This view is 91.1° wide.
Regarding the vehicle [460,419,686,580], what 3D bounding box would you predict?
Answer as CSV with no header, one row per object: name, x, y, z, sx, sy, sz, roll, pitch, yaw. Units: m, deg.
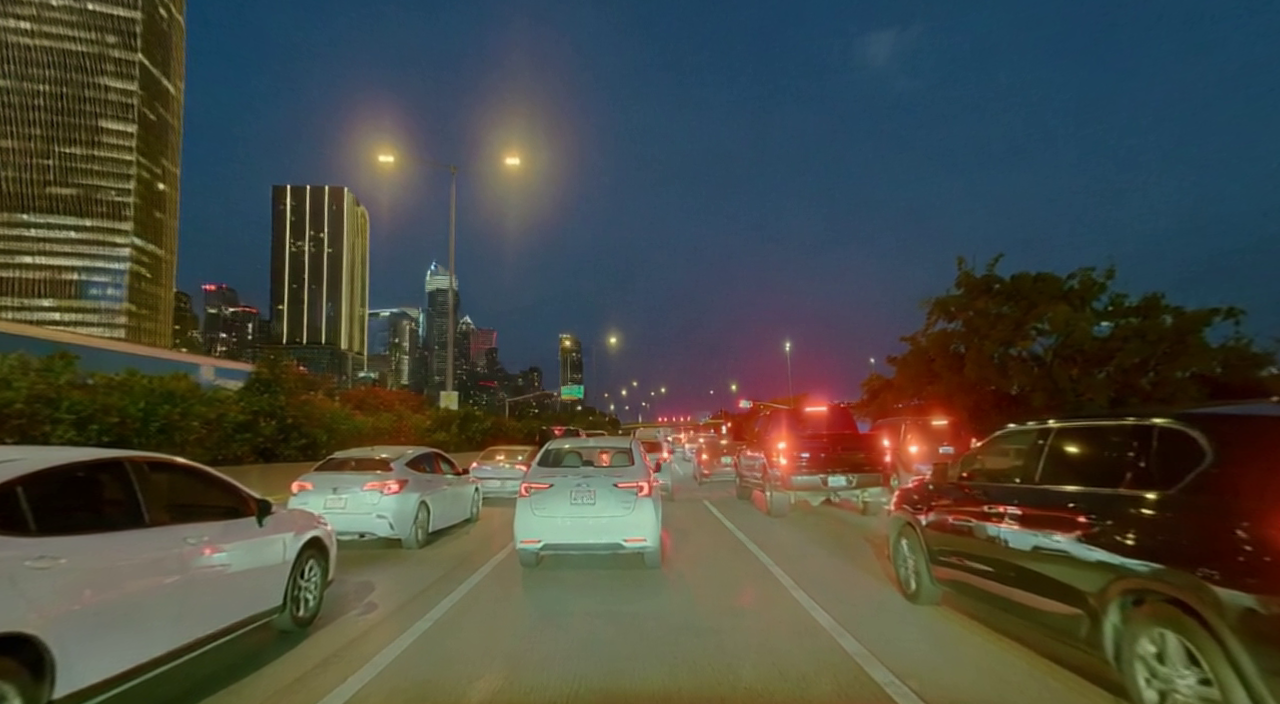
vehicle,-0.628,1.739,8.236,2.172,1.536,4.250,0,-9,1

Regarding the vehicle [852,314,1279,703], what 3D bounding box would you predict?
vehicle,3.180,1.020,3.967,2.024,1.723,4.714,0,-9,0

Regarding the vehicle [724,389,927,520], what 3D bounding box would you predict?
vehicle,3.508,2.153,13.541,2.497,2.186,5.890,0,-9,-1

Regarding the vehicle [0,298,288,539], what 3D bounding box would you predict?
vehicle,-13.290,1.259,11.702,3.246,4.347,17.394,0,-9,1
